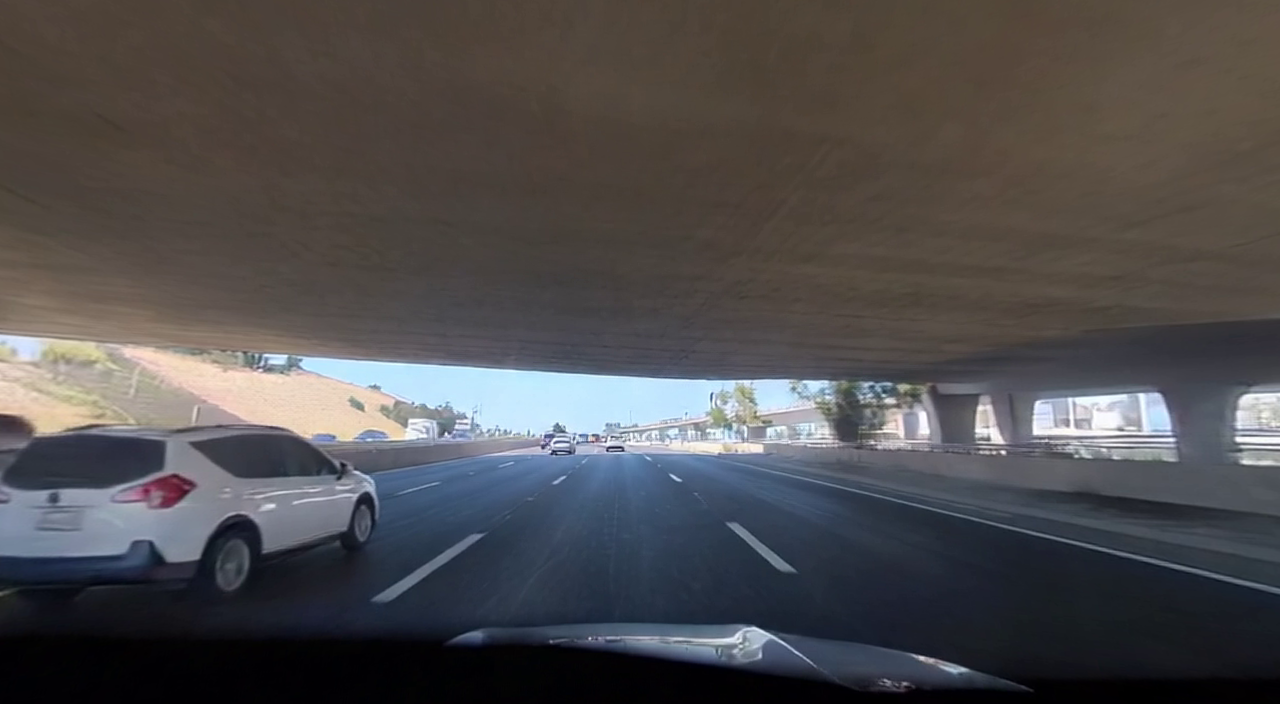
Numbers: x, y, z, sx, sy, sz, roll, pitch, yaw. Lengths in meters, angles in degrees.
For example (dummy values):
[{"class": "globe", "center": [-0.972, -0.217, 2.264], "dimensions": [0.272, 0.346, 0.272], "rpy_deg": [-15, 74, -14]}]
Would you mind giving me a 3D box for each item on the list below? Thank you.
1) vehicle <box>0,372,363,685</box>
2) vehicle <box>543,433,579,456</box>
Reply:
[{"class": "vehicle", "center": [-4.543, 1.222, 5.402], "dimensions": [2.215, 1.648, 4.713], "rpy_deg": [0, -8, -1]}, {"class": "vehicle", "center": [-5.729, 6.764, 46.122], "dimensions": [2.123, 1.601, 4.887], "rpy_deg": [0, -8, -2]}]
